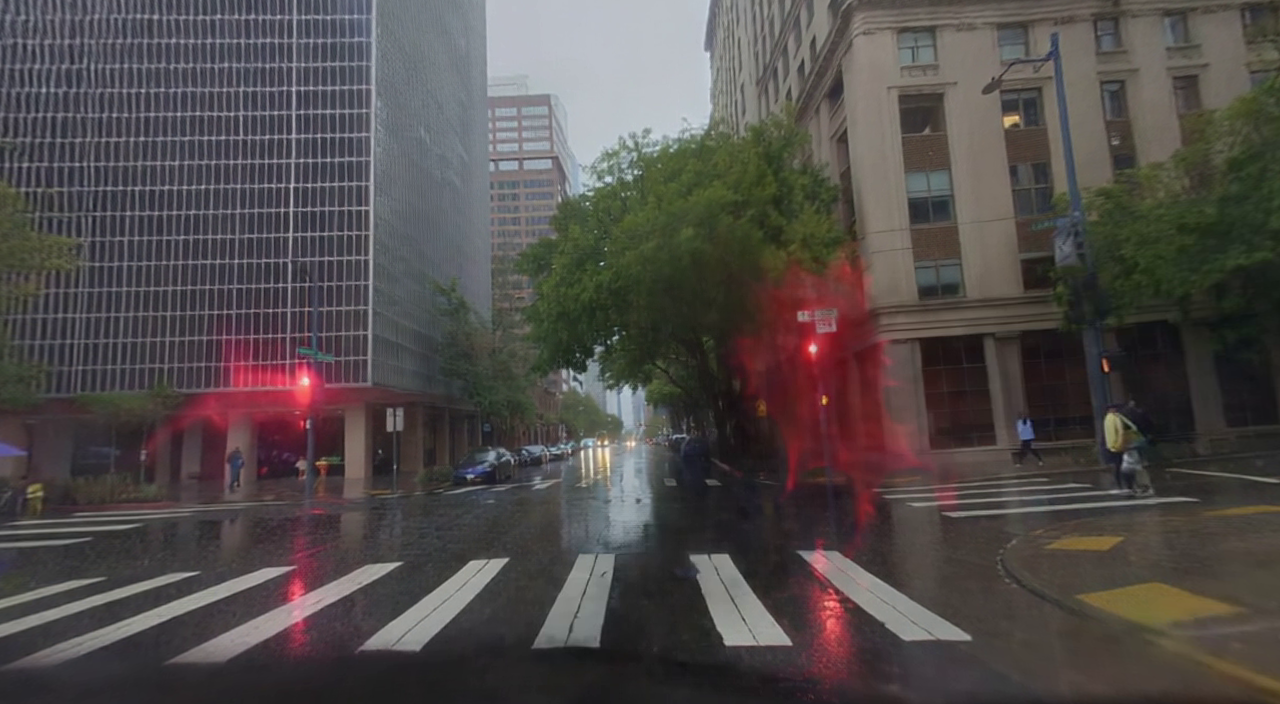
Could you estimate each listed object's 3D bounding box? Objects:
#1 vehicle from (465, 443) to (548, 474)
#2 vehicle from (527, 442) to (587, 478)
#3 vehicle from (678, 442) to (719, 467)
[{"bbox_3d":[-8.011,6.358,38.030,4.526,1.726,1.963,8,-12,-44],"label":"vehicle"},{"bbox_3d":[-3.670,4.843,28.623,1.989,1.481,4.500,0,-8,1],"label":"vehicle"},{"bbox_3d":[3.541,6.276,38.860,1.853,1.426,4.160,1,-8,-3],"label":"vehicle"}]
